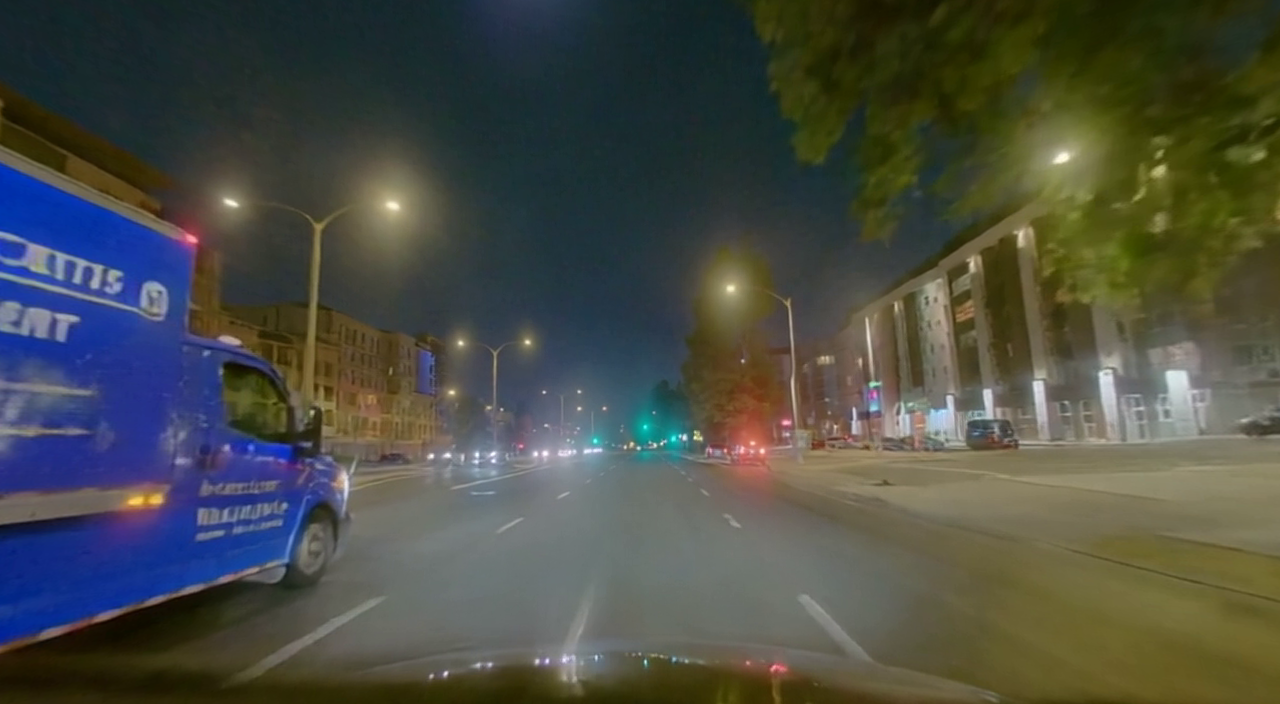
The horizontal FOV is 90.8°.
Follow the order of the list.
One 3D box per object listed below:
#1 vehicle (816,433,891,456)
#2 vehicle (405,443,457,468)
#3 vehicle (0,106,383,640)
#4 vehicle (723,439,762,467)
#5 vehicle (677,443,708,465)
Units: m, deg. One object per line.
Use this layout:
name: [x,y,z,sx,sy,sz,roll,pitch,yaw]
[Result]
vehicle: [15.589,6.801,46.391,4.830,1.605,1.982,-1,-9,5]
vehicle: [-14.914,7.384,45.331,2.151,1.705,4.537,0,-8,0]
vehicle: [-5.030,0.357,5.225,2.763,2.974,7.562,0,-8,-2]
vehicle: [6.962,6.887,43.194,2.175,1.770,4.373,-1,-8,4]
vehicle: [3.855,7.547,46.956,1.878,1.534,4.120,0,-8,-1]
